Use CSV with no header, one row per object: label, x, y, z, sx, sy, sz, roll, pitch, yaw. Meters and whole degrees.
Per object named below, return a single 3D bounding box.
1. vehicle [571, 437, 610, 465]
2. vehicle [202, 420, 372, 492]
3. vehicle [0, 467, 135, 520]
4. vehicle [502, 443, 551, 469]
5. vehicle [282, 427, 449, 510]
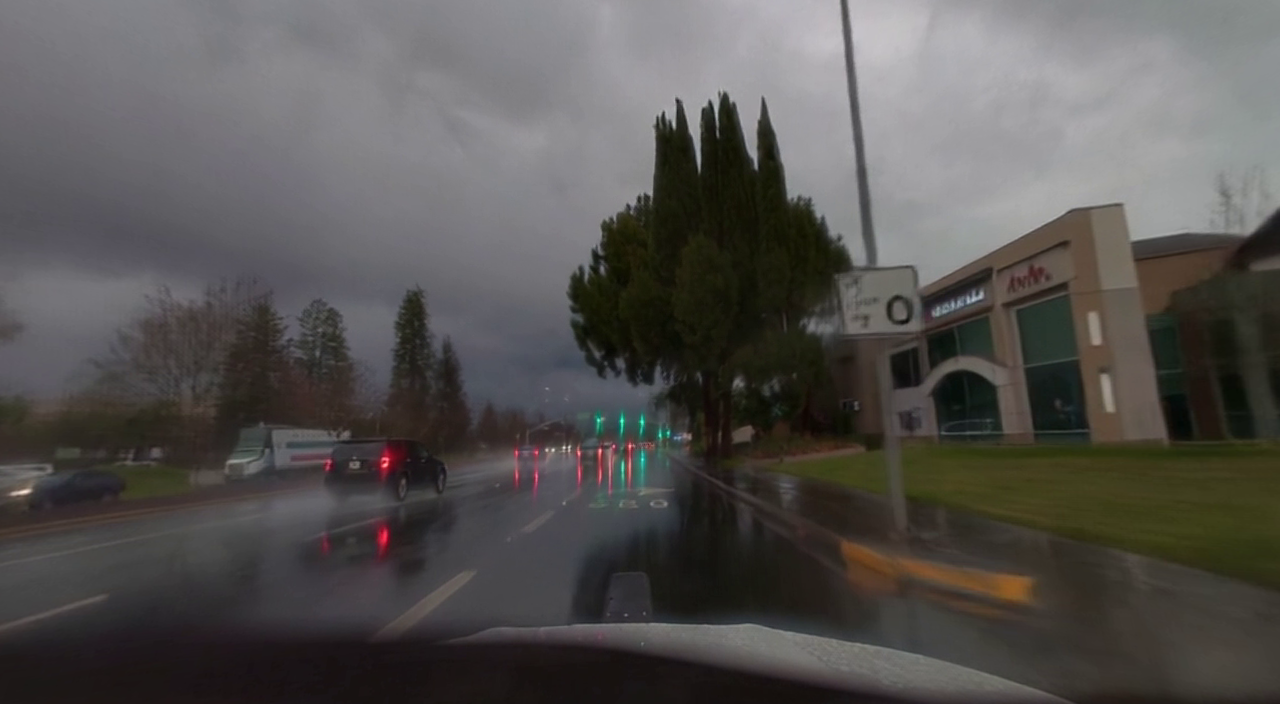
vehicle,-3.082,6.331,40.286,2.100,1.661,3.837,0,-9,1
vehicle,-21.815,6.548,40.789,3.033,3.777,14.652,0,-8,-2
vehicle,-22.094,5.361,24.055,1.900,1.467,4.655,-6,-8,-1
vehicle,-6.805,6.289,38.329,2.072,1.427,4.328,0,-9,1
vehicle,-6.853,2.956,16.517,2.137,1.835,4.844,0,-9,1
